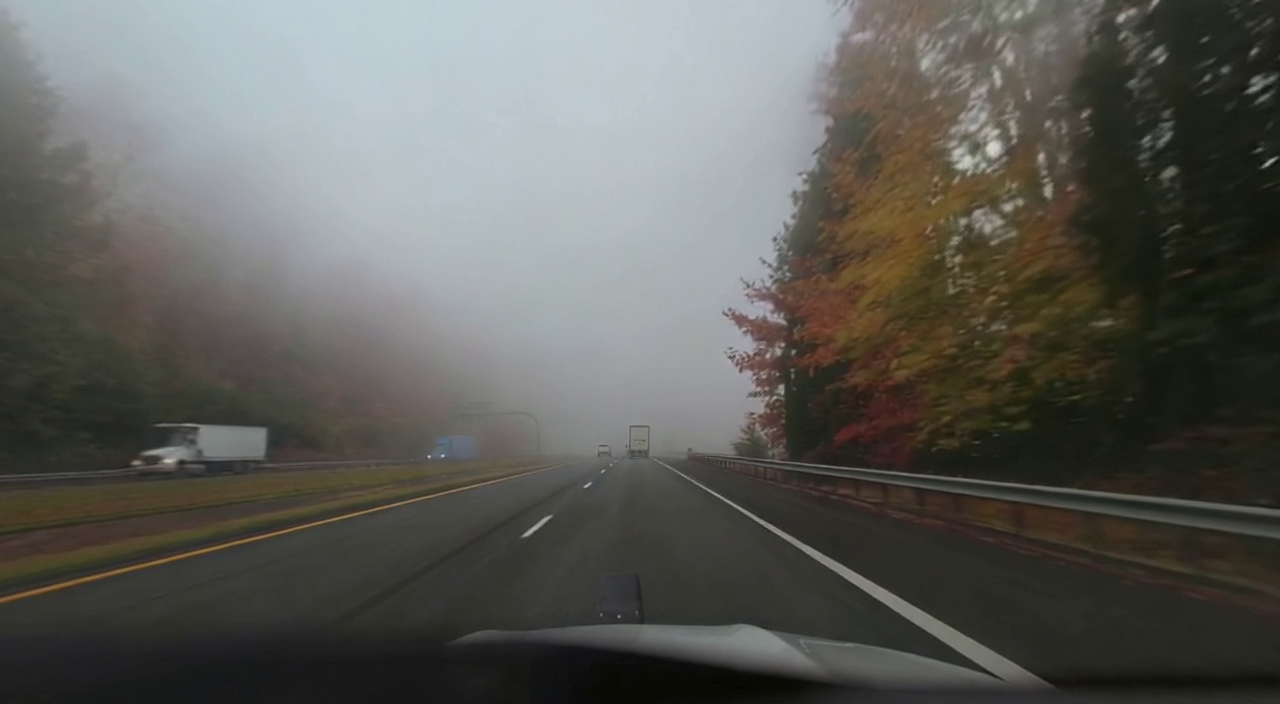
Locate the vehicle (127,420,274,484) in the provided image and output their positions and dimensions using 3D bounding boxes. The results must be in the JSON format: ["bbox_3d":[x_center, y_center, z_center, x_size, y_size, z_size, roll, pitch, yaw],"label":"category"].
[{"bbox_3d":[-27.742,6.409,40.318,2.815,3.623,9.029,0,-9,0],"label":"vehicle"}]
